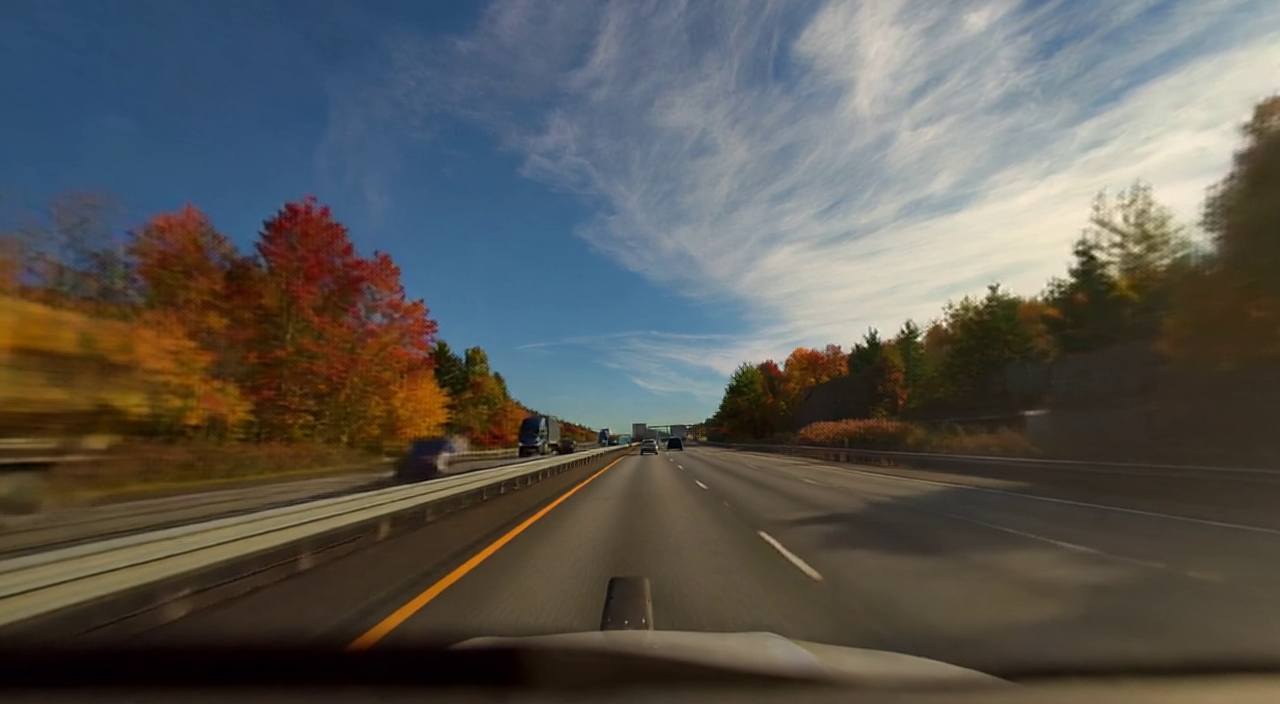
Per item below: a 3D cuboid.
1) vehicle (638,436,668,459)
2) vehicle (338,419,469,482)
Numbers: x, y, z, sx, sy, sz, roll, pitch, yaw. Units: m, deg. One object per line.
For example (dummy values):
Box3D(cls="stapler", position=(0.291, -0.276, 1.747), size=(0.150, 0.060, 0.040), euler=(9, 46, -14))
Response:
Box3D(cls="vehicle", position=(0.864, 6.548, 43.064), size=(1.924, 1.498, 3.817), euler=(0, -8, 0))
Box3D(cls="vehicle", position=(-7.471, 3.194, 20.648), size=(2.213, 1.767, 5.284), euler=(0, -8, 0))
